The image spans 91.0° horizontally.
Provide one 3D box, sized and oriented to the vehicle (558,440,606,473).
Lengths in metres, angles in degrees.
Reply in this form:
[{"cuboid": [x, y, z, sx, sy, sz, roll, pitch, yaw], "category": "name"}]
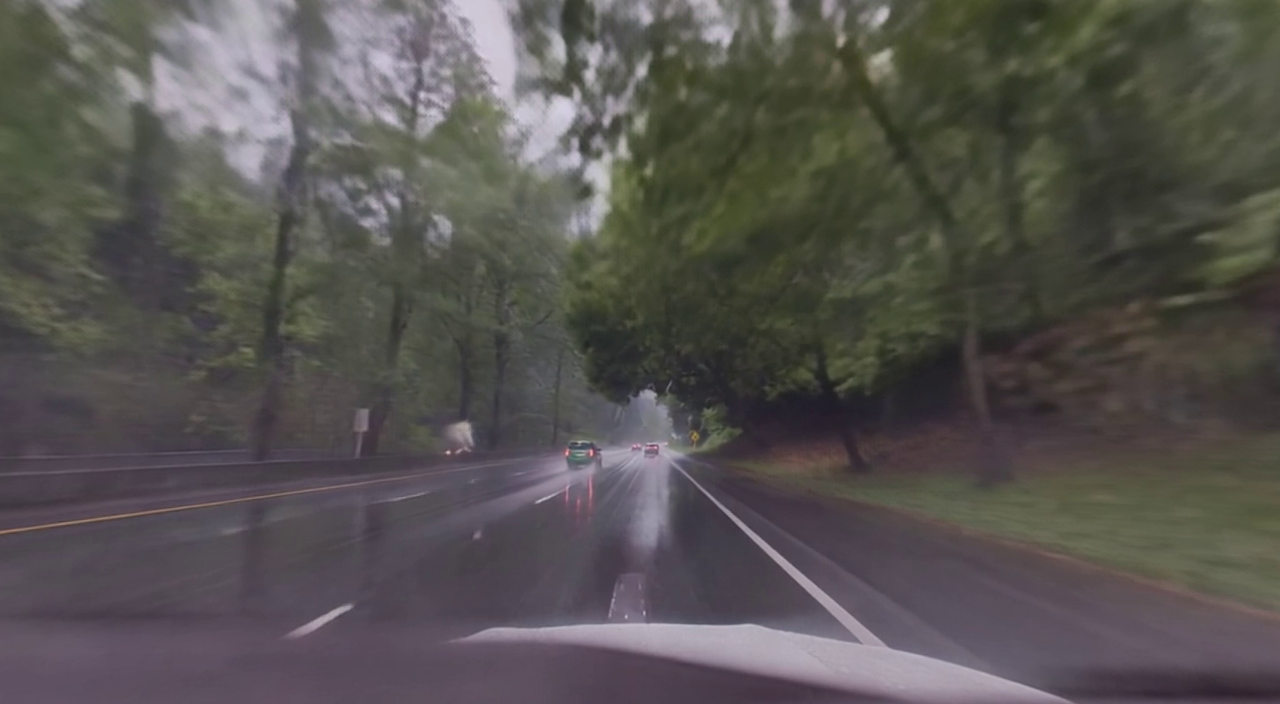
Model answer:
[{"cuboid": [-2.923, 5.356, 32.534, 2.015, 1.561, 4.469, 0, -8, 0], "category": "vehicle"}]
